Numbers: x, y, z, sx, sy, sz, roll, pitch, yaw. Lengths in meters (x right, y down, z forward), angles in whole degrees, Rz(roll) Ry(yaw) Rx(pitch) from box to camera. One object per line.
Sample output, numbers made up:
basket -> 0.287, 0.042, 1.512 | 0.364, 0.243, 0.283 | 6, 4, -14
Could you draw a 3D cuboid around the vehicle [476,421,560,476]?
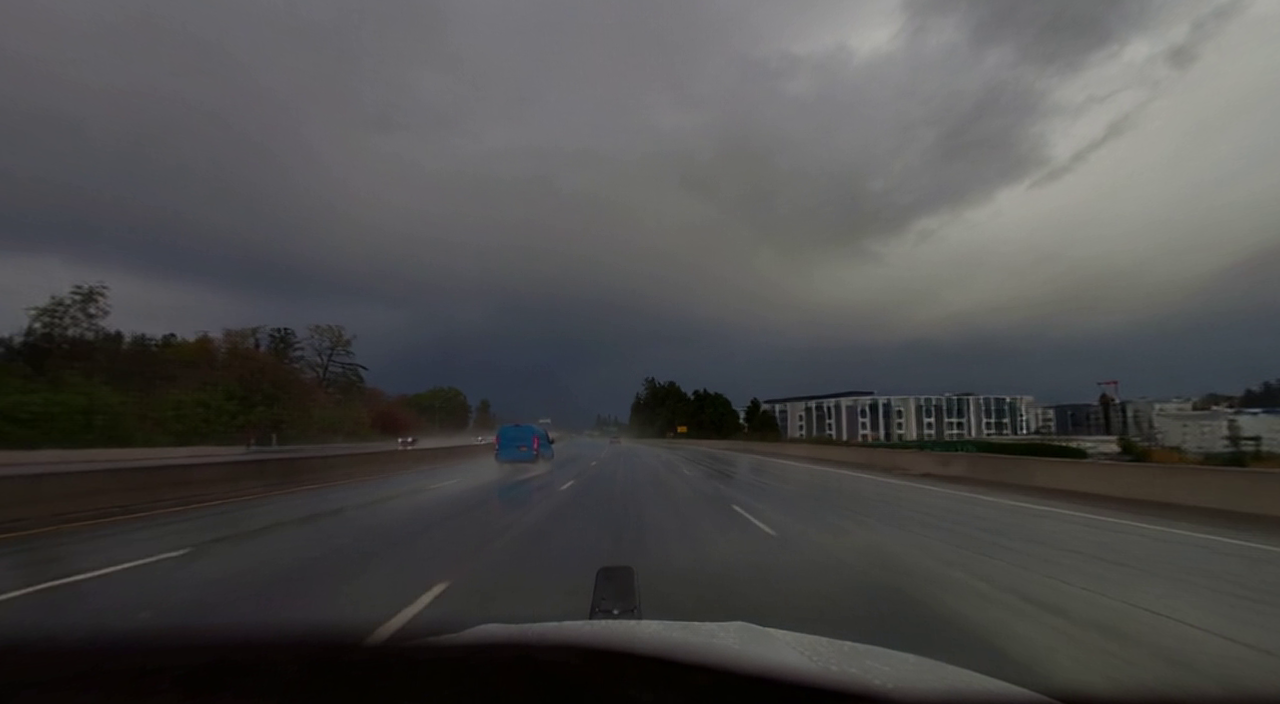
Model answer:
vehicle -> -4.395, 3.537, 23.475 | 2.219, 1.827, 4.738 | 0, -8, -1
